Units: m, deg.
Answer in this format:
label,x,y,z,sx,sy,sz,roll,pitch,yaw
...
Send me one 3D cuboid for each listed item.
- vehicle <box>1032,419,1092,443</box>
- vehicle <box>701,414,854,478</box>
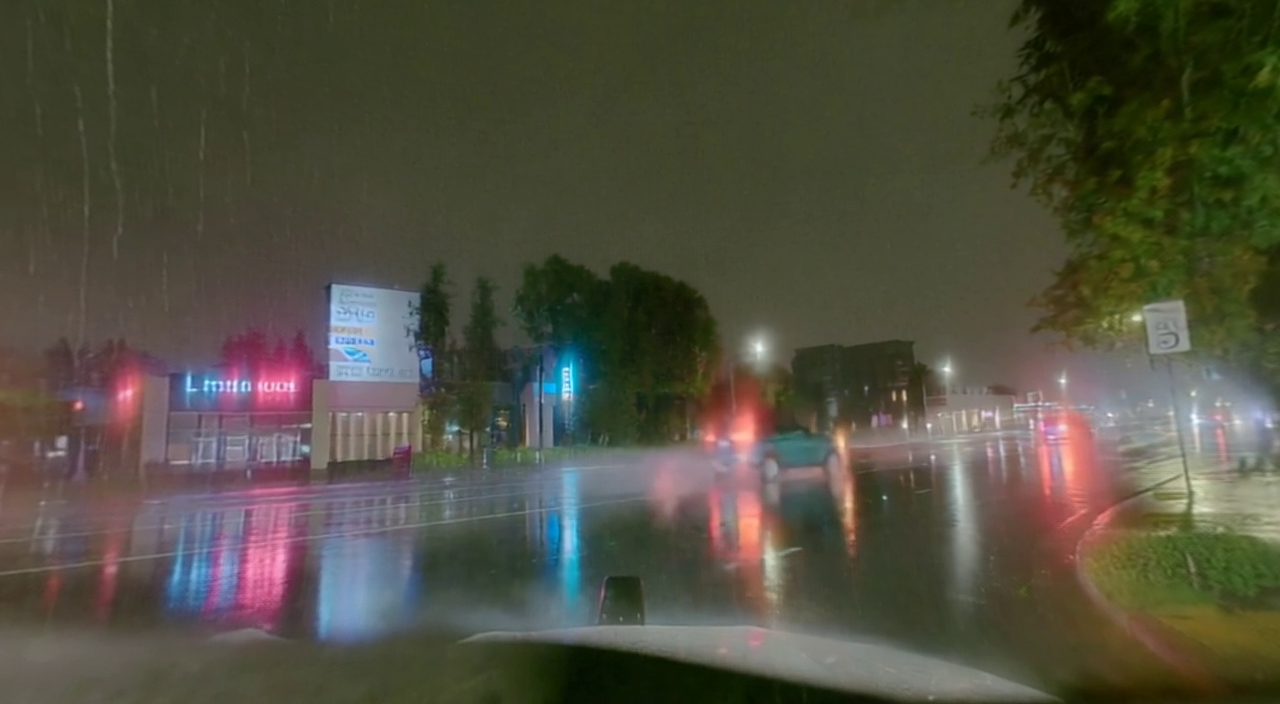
label,x,y,z,sx,sy,sz,roll,pitch,yaw
vehicle,27.690,5.197,41.411,4.442,1.458,1.902,7,-11,-39
vehicle,3.858,2.600,17.458,4.182,1.536,1.885,7,-11,-38
